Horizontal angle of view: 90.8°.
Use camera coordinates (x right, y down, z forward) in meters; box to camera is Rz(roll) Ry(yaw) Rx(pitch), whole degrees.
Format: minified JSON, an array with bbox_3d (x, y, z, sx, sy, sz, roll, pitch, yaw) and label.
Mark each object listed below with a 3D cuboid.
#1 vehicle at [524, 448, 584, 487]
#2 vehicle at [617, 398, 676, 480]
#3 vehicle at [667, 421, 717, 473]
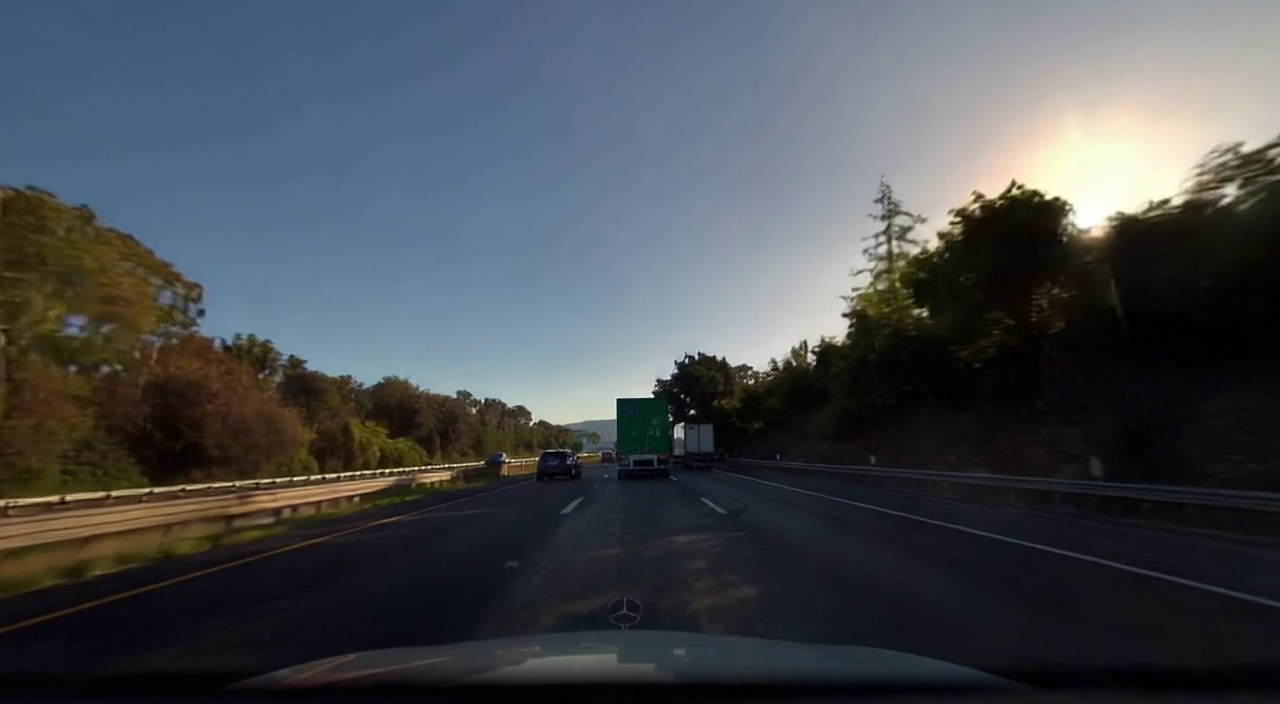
[{"bbox_3d":[-3.564,4.858,26.872,2.050,1.517,3.996,0,-9,0],"label":"vehicle"},{"bbox_3d":[0.242,5.178,36.976,2.932,4.042,11.054,0,-9,-1],"label":"vehicle"},{"bbox_3d":[3.815,7.472,49.521,2.854,3.537,12.540,0,-9,0],"label":"vehicle"}]
